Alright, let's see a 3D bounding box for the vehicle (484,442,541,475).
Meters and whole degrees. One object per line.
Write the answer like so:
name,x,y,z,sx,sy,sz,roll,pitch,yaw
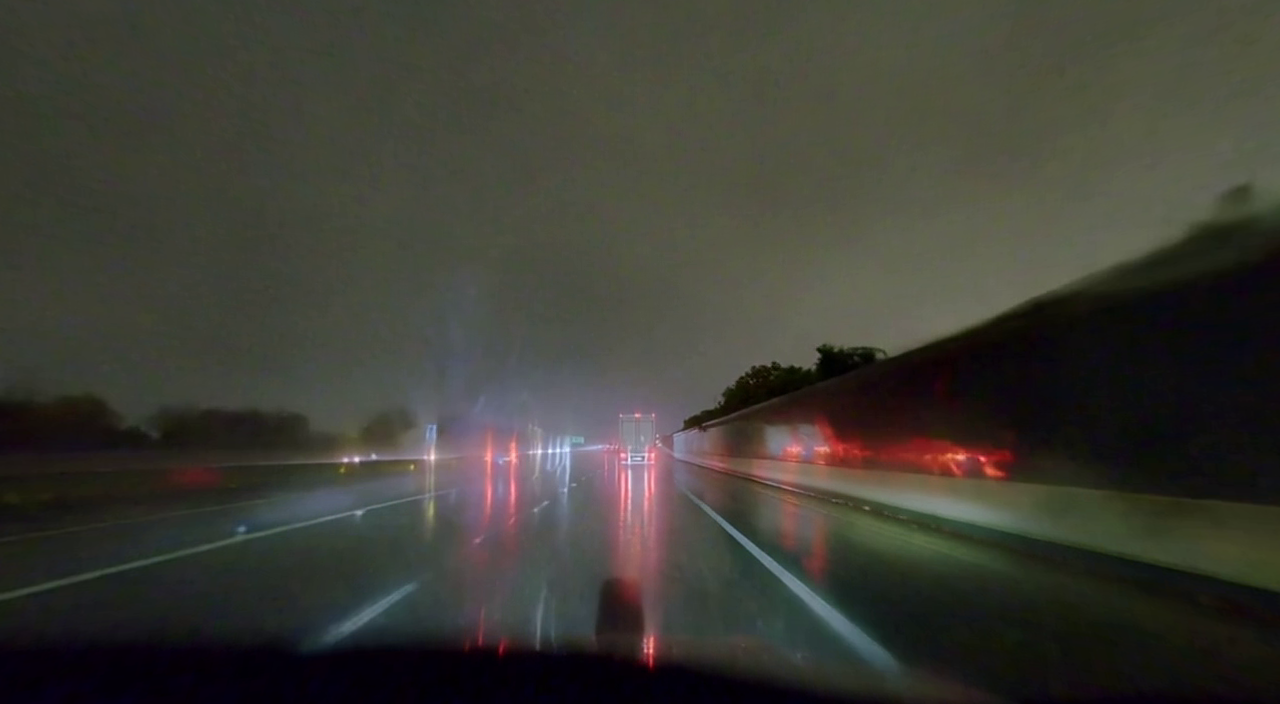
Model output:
vehicle,-6.964,5.888,34.994,2.067,1.676,4.789,0,-9,1
